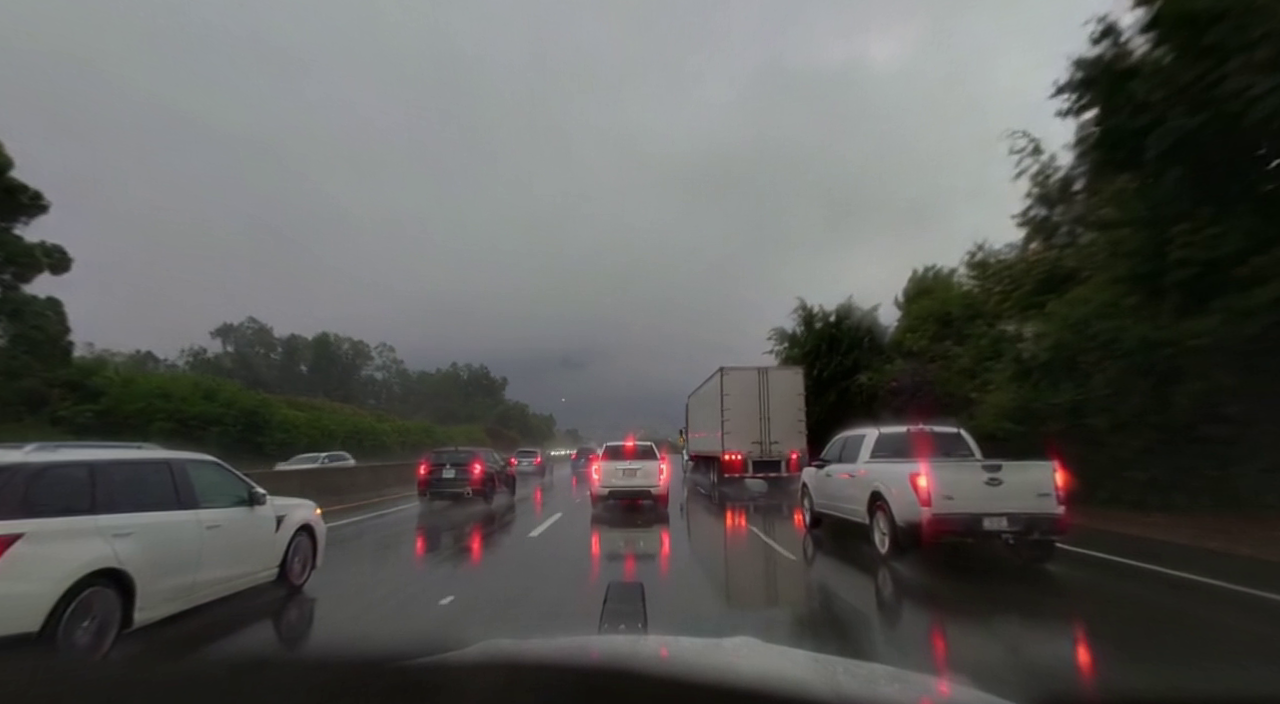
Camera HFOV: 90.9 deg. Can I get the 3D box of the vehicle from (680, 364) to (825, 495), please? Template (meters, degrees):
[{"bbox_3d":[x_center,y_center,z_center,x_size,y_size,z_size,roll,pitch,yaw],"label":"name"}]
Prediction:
[{"bbox_3d":[4.000,3.607,27.551,3.186,4.111,15.553,0,-9,-1],"label":"vehicle"}]

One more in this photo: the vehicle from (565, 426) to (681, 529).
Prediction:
[{"bbox_3d":[-0.309,2.558,13.345,2.037,1.792,4.194,0,-9,0],"label":"vehicle"}]

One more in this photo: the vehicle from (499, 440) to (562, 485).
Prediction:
[{"bbox_3d":[-4.648,4.743,27.231,1.959,1.808,3.790,0,-9,1],"label":"vehicle"}]

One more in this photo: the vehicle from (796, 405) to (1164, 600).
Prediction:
[{"bbox_3d":[3.665,1.728,8.109,2.076,1.751,4.666,0,-9,0],"label":"vehicle"}]

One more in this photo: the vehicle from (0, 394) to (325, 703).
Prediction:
[{"bbox_3d":[-4.283,1.259,4.728,1.789,1.620,3.841,0,-9,0],"label":"vehicle"}]

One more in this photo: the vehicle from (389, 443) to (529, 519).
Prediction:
[{"bbox_3d":[-4.005,2.911,14.783,1.923,1.503,4.293,0,-9,1],"label":"vehicle"}]
